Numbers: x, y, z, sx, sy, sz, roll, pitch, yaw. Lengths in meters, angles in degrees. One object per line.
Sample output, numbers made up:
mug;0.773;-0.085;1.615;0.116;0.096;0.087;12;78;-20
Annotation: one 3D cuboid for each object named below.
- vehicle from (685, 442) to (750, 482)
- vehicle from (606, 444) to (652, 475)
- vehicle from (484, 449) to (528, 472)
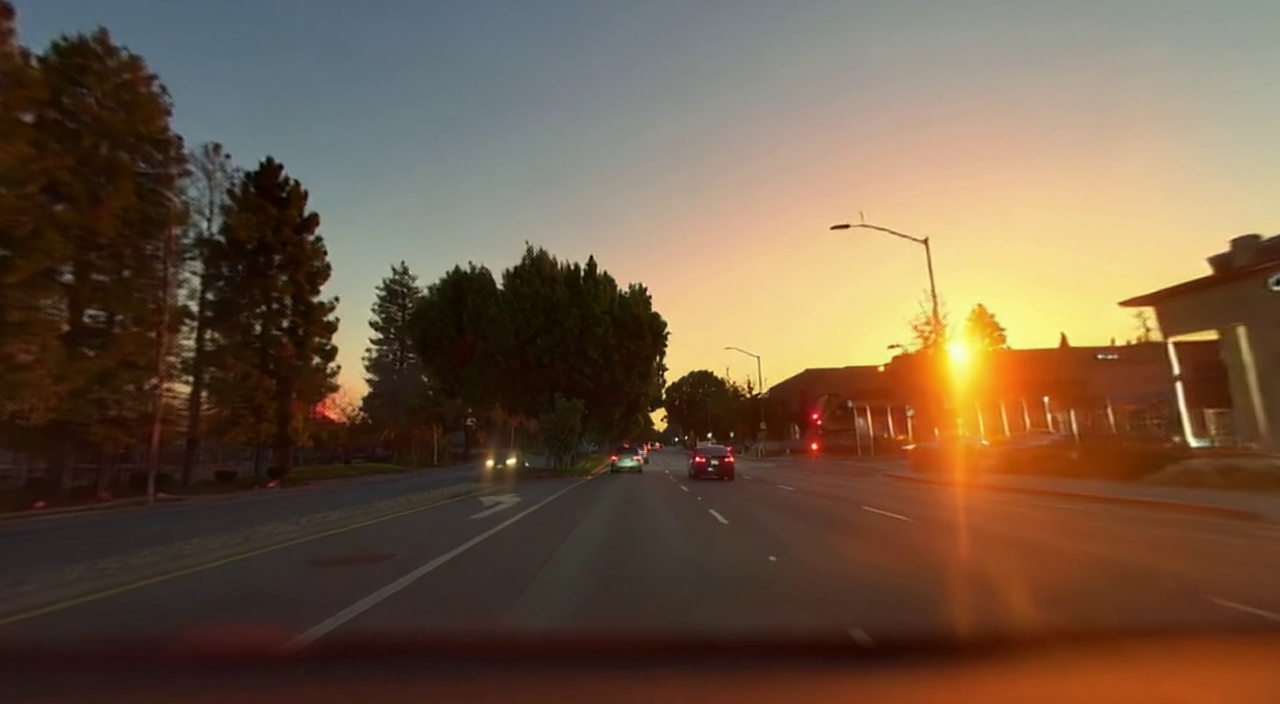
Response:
vehicle;3.101;4.528;26.294;2.057;1.491;4.675;0;-8;-1
vehicle;-0.500;5.516;32.722;2.242;1.474;4.127;0;-8;0
vehicle;-9.608;7.798;45.674;2.140;1.549;4.590;0;-8;1
